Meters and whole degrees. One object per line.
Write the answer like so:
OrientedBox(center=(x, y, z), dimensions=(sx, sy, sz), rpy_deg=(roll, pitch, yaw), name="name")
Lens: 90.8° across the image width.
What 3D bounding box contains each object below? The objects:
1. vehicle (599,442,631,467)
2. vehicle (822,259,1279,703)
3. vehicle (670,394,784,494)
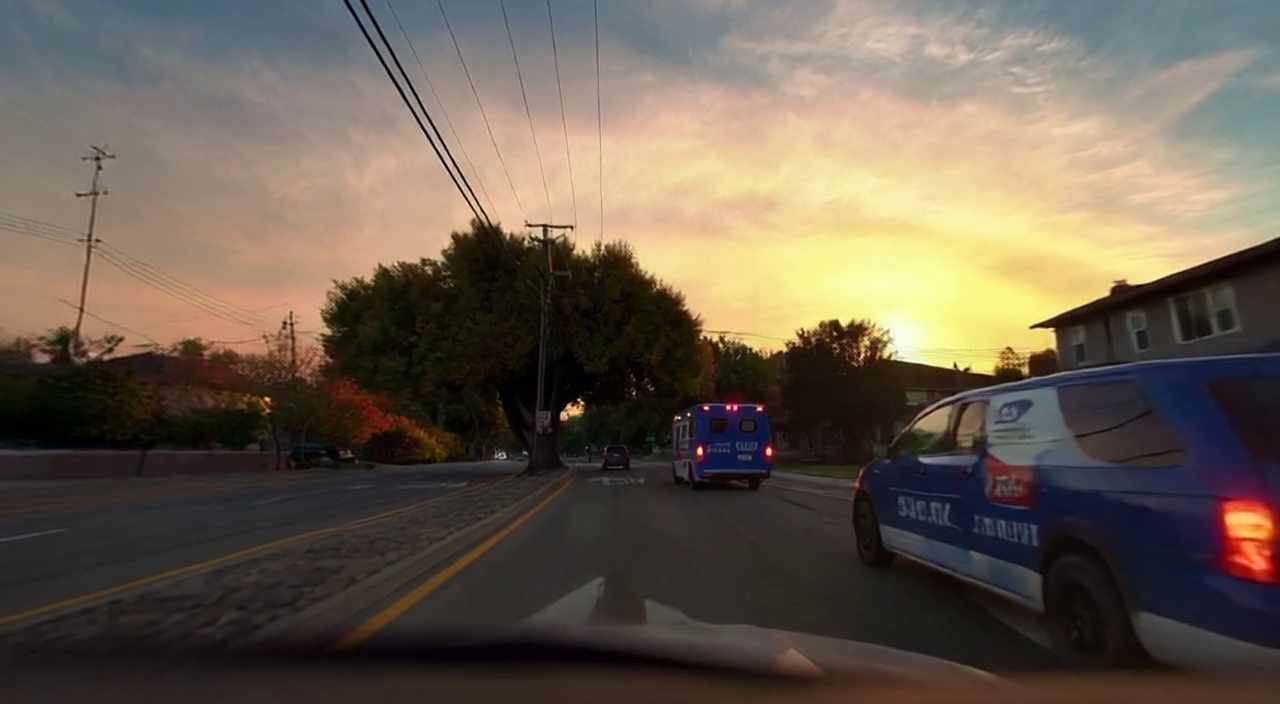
OrientedBox(center=(-1.845, 7.410, 45.929), dimensions=(2.114, 1.707, 3.725), rpy_deg=(1, -8, -6), name="vehicle")
OrientedBox(center=(3.066, 0.957, 4.023), dimensions=(2.194, 1.922, 4.822), rpy_deg=(0, -8, -2), name="vehicle")
OrientedBox(center=(2.499, 2.881, 19.969), dimensions=(2.406, 2.687, 5.521), rpy_deg=(0, -8, -4), name="vehicle")
